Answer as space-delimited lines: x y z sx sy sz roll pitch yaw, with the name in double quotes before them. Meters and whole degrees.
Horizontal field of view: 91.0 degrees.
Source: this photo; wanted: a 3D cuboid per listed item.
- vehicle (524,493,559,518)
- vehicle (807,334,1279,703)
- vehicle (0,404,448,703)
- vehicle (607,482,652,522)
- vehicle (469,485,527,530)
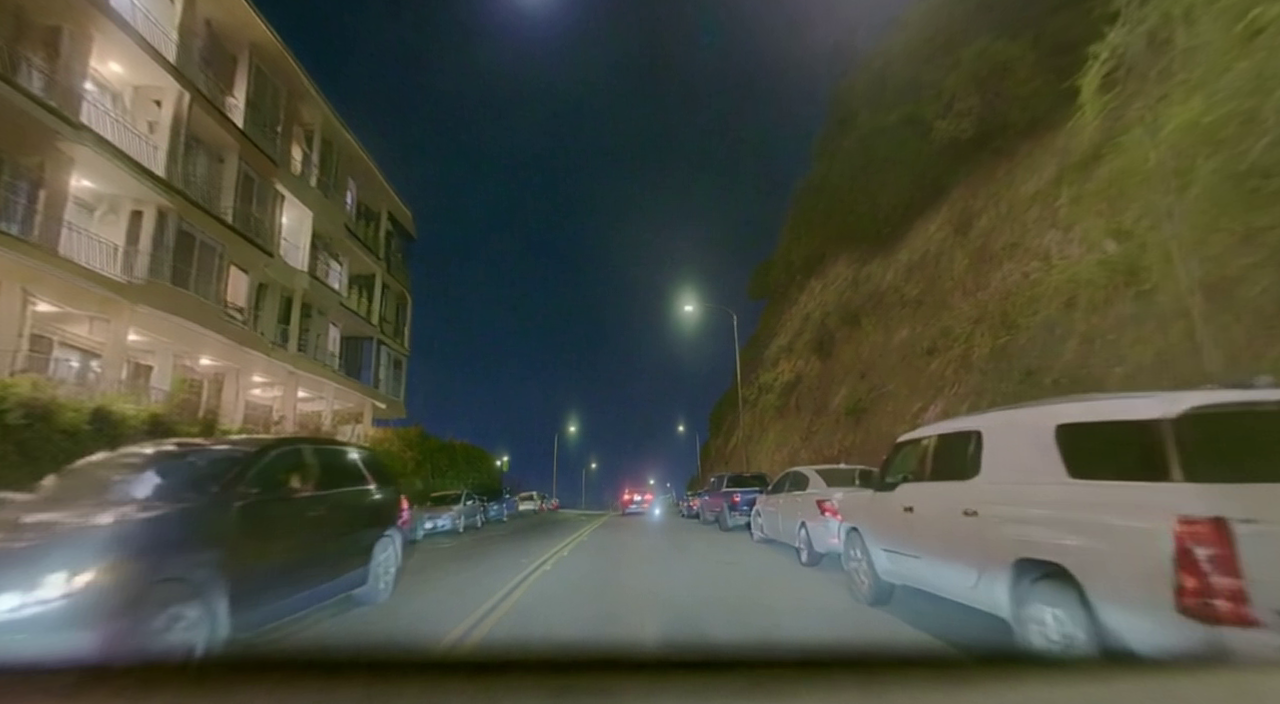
"vehicle" -7.112 11.095 45.784 1.859 1.428 4.465 0 -9 -1
"vehicle" 2.890 1.205 4.424 2.139 1.752 4.411 0 -11 -1
"vehicle" -3.238 1.419 4.781 2.102 1.621 4.627 0 -10 0
"vehicle" -0.576 7.807 33.018 2.201 1.731 3.854 0 -9 -2
"vehicle" -6.897 7.593 31.013 2.013 1.729 4.329 0 -9 -2
